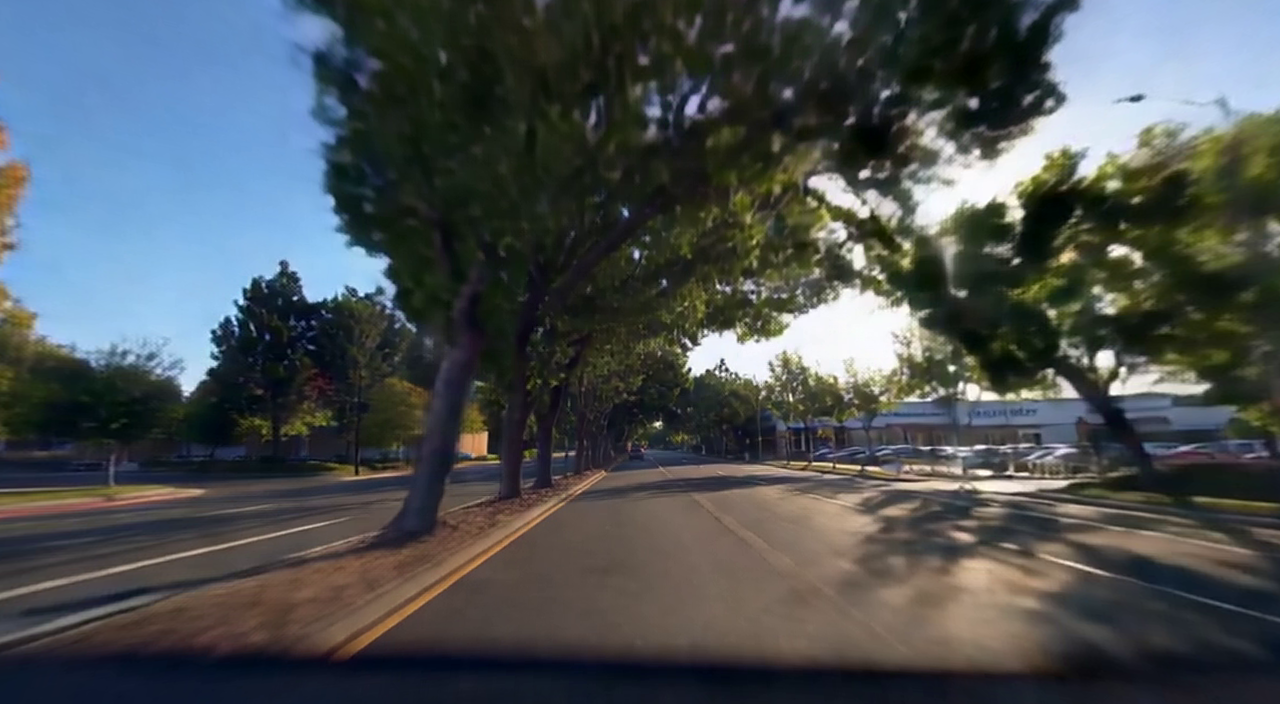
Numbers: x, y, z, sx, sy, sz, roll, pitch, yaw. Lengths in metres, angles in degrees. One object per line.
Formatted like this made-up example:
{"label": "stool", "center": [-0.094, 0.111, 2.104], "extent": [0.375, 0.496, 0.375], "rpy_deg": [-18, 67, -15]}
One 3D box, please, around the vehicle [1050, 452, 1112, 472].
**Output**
{"label": "vehicle", "center": [34.647, 8.623, 49.729], "extent": [1.801, 1.425, 4.094], "rpy_deg": [0, -8, -2]}

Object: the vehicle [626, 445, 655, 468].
{"label": "vehicle", "center": [0.001, 7.917, 48.272], "extent": [2.095, 1.647, 4.205], "rpy_deg": [0, -8, 0]}

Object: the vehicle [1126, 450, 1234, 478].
{"label": "vehicle", "center": [31.724, 6.586, 37.350], "extent": [2.058, 1.498, 4.870], "rpy_deg": [0, -8, -1]}

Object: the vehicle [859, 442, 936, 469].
{"label": "vehicle", "center": [19.039, 7.686, 46.897], "extent": [4.739, 1.916, 2.136], "rpy_deg": [0, -8, 2]}
